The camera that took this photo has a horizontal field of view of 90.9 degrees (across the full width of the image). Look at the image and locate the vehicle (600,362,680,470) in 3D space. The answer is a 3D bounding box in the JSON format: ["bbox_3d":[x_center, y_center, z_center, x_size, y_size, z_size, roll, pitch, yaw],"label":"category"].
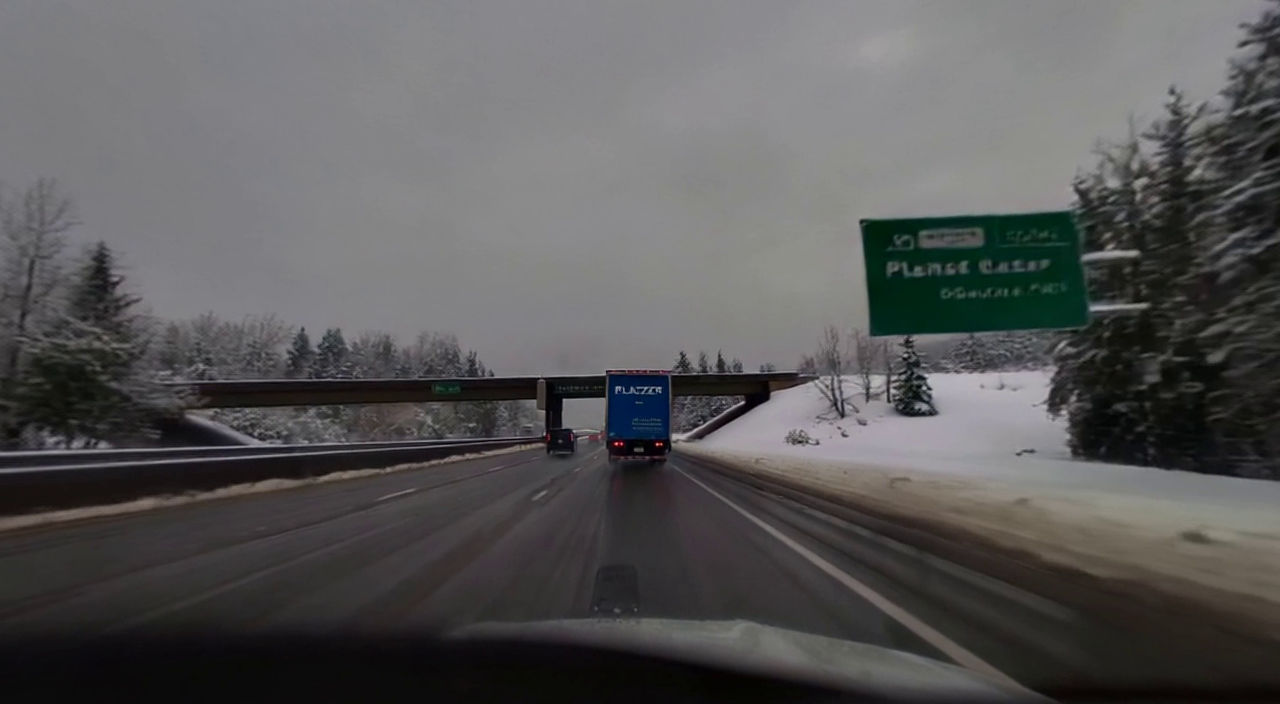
[{"bbox_3d":[-0.150,3.156,29.155,2.926,3.959,11.818,0,-8,-1],"label":"vehicle"}]

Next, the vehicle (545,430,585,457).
[{"bbox_3d":[-4.970,6.149,42.366,2.198,1.712,4.655,0,-8,-1],"label":"vehicle"}]
